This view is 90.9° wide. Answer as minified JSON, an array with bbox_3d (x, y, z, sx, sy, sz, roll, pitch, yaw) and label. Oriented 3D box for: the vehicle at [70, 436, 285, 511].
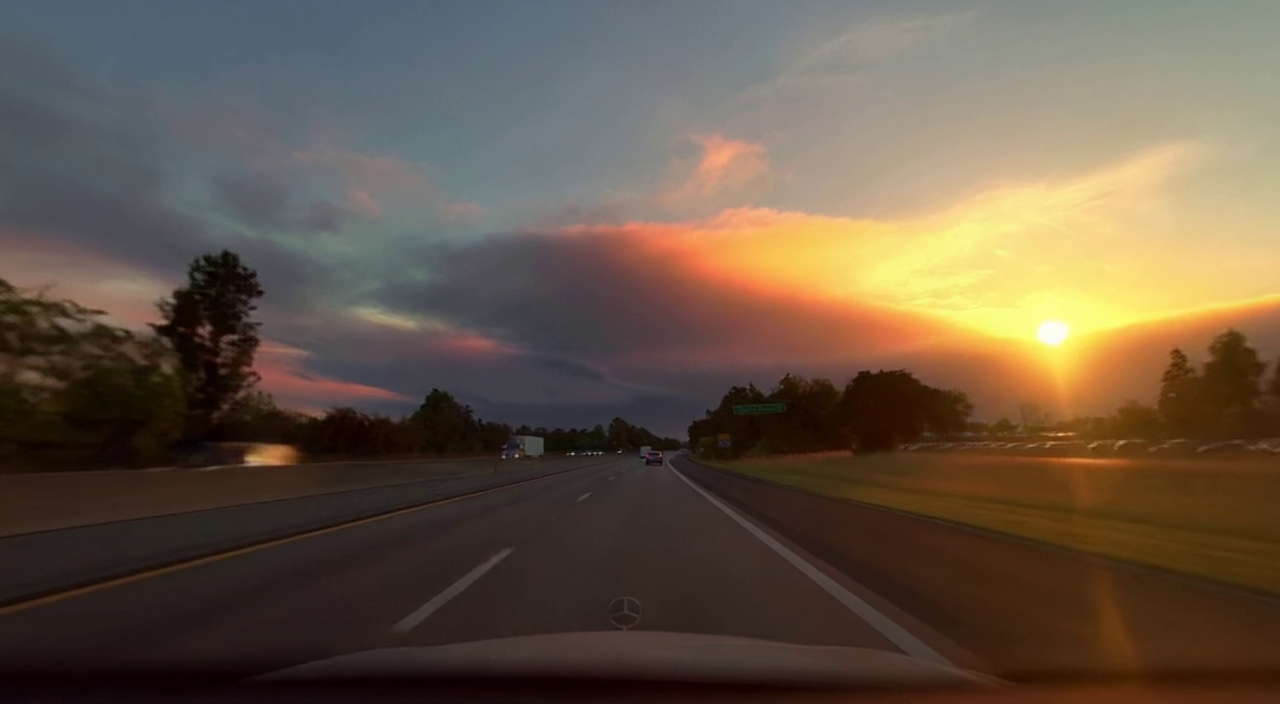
[{"bbox_3d":[-12.564,3.313,17.729,2.059,1.763,5.143,0,-9,1],"label":"vehicle"}]
